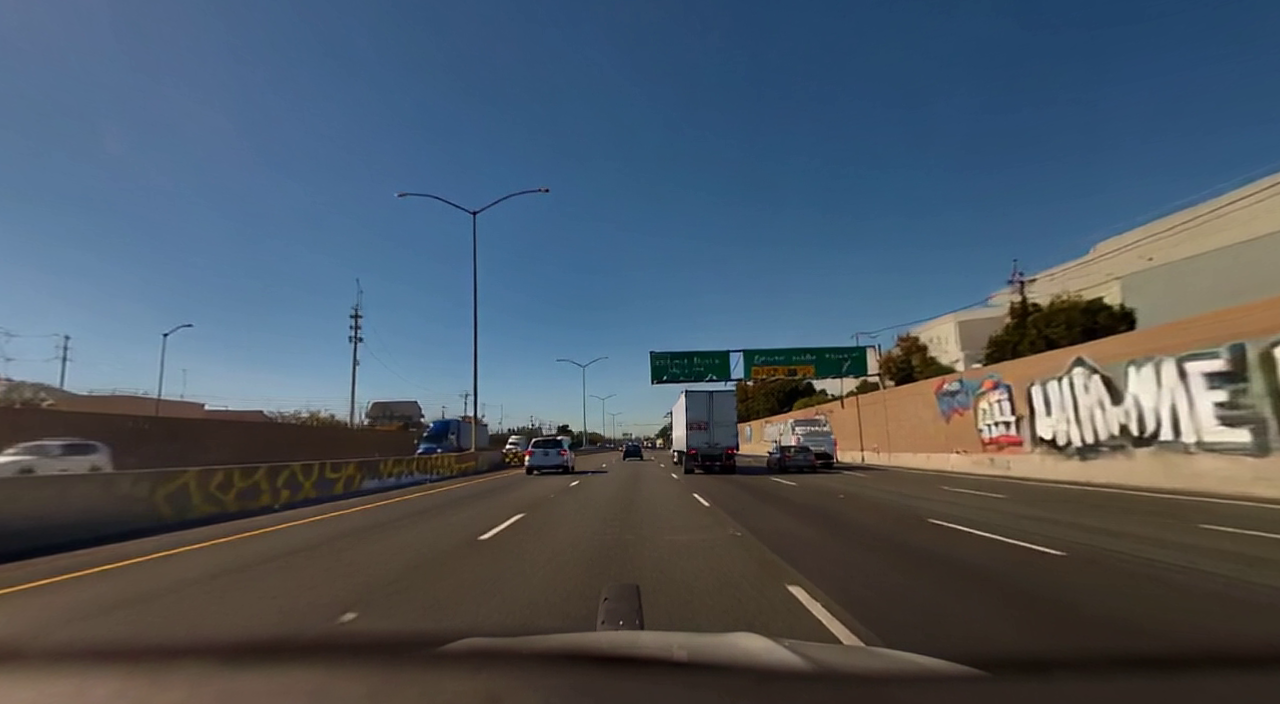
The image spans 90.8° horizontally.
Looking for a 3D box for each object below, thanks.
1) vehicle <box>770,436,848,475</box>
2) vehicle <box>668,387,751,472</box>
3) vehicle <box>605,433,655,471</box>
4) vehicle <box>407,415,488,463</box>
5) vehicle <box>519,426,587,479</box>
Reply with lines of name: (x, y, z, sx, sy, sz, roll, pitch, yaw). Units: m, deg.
vehicle: (7.073, 4.390, 26.965, 1.915, 1.476, 4.677, 0, -9, -1)
vehicle: (3.344, 4.285, 33.716, 2.976, 3.806, 10.591, 0, -9, -1)
vehicle: (-0.463, 4.740, 29.984, 2.191, 1.685, 4.015, 0, -9, 0)
vehicle: (-14.366, 6.722, 48.306, 2.928, 3.237, 10.432, 0, -9, 0)
vehicle: (-3.296, 3.940, 24.975, 2.249, 1.843, 5.176, 0, -9, -3)
